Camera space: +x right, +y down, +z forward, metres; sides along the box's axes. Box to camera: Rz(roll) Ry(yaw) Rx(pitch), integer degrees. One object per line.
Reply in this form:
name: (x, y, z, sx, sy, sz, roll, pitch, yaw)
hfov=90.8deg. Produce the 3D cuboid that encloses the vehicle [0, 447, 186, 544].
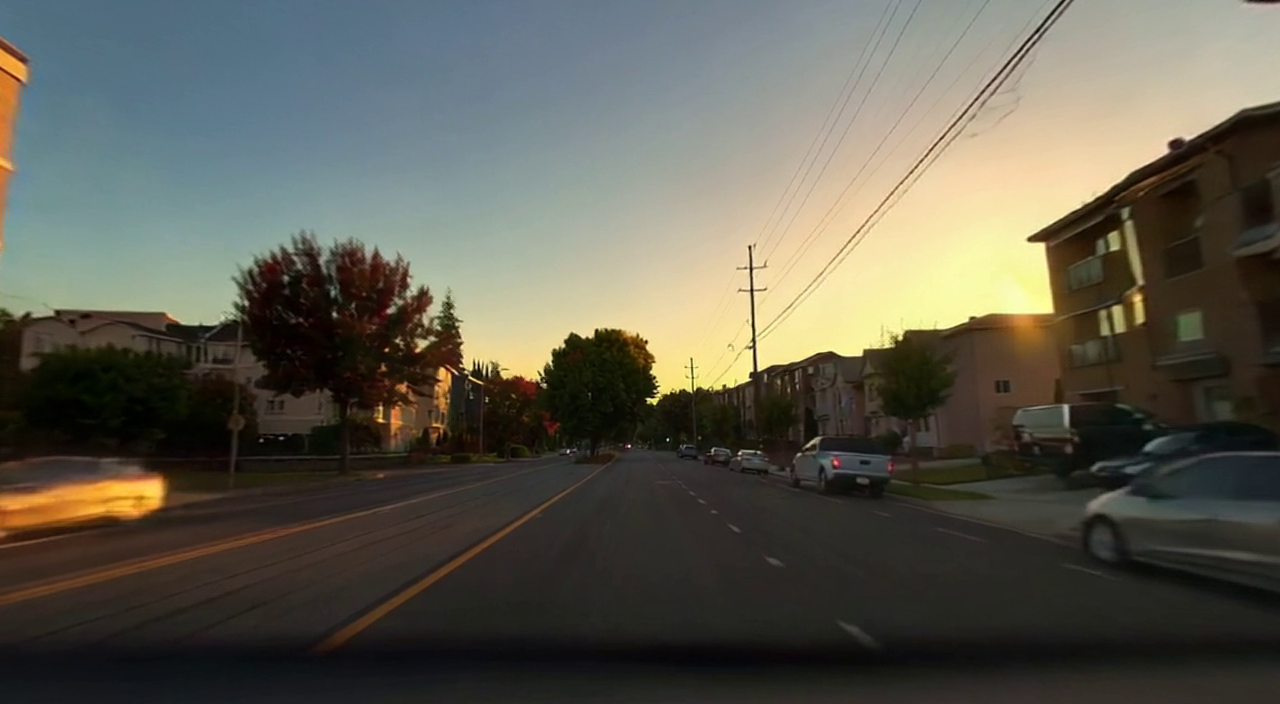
vehicle: (-10.679, 2.457, 11.317, 1.847, 1.460, 4.294, 0, -9, 1)

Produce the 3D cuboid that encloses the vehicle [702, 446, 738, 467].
vehicle: (5.912, 7.808, 47.516, 1.944, 1.478, 4.885, 0, -9, -2)

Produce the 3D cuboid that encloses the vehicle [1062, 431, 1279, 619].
vehicle: (6.158, 1.463, 5.546, 1.914, 1.517, 4.320, 0, -9, 0)

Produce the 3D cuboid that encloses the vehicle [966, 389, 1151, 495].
vehicle: (11.812, 2.608, 18.325, 1.794, 2.637, 4.533, -1, -9, -5)

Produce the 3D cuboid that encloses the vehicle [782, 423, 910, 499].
vehicle: (6.283, 3.428, 20.287, 2.267, 2.037, 6.240, -1, -9, 3)

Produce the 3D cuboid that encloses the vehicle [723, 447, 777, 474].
vehicle: (6.042, 6.034, 35.425, 2.013, 1.408, 5.011, 0, -9, -1)
